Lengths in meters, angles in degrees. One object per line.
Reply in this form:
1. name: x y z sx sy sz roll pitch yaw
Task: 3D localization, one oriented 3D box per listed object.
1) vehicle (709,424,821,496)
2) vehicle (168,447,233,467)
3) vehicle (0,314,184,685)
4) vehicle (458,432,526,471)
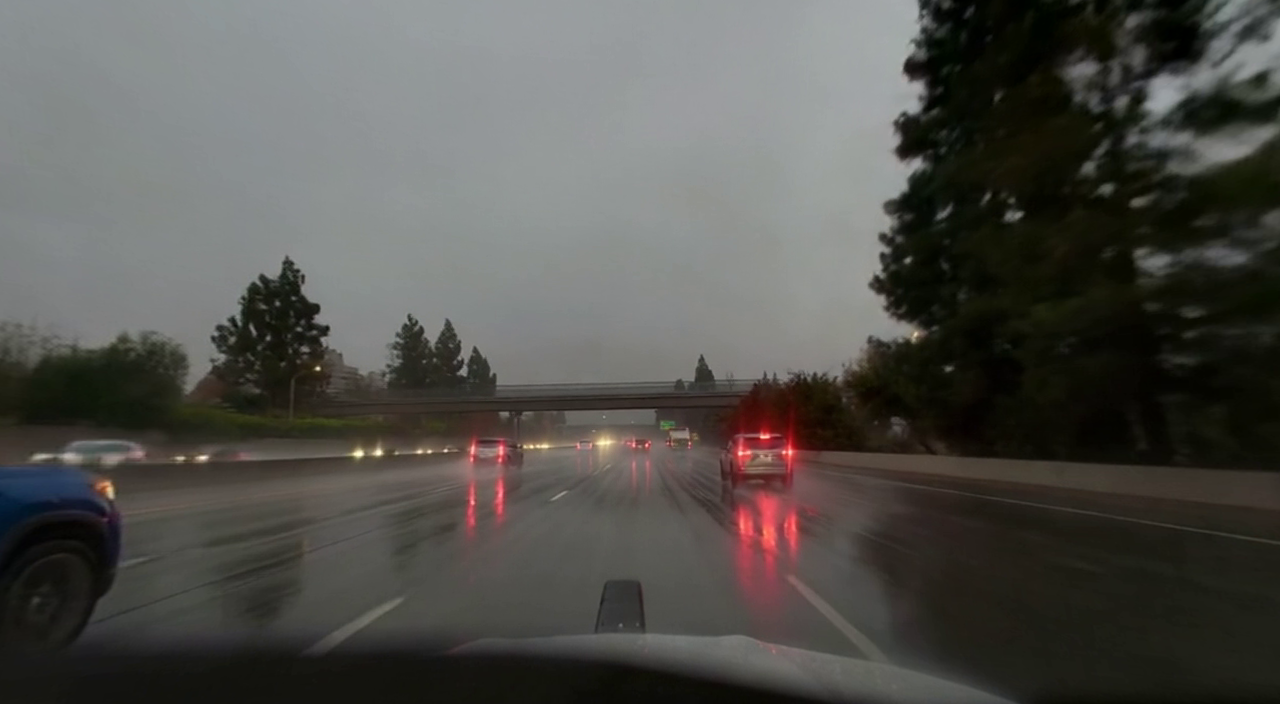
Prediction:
1. vehicle: 3.356 3.016 17.945 2.185 1.749 4.477 0 -8 -1
2. vehicle: -32.915 7.865 47.410 1.845 1.413 4.179 0 -8 0
3. vehicle: -4.277 0.583 2.055 2.018 1.872 4.728 0 -8 0
4. vehicle: -7.477 5.108 32.467 2.193 1.818 4.995 0 -8 1
